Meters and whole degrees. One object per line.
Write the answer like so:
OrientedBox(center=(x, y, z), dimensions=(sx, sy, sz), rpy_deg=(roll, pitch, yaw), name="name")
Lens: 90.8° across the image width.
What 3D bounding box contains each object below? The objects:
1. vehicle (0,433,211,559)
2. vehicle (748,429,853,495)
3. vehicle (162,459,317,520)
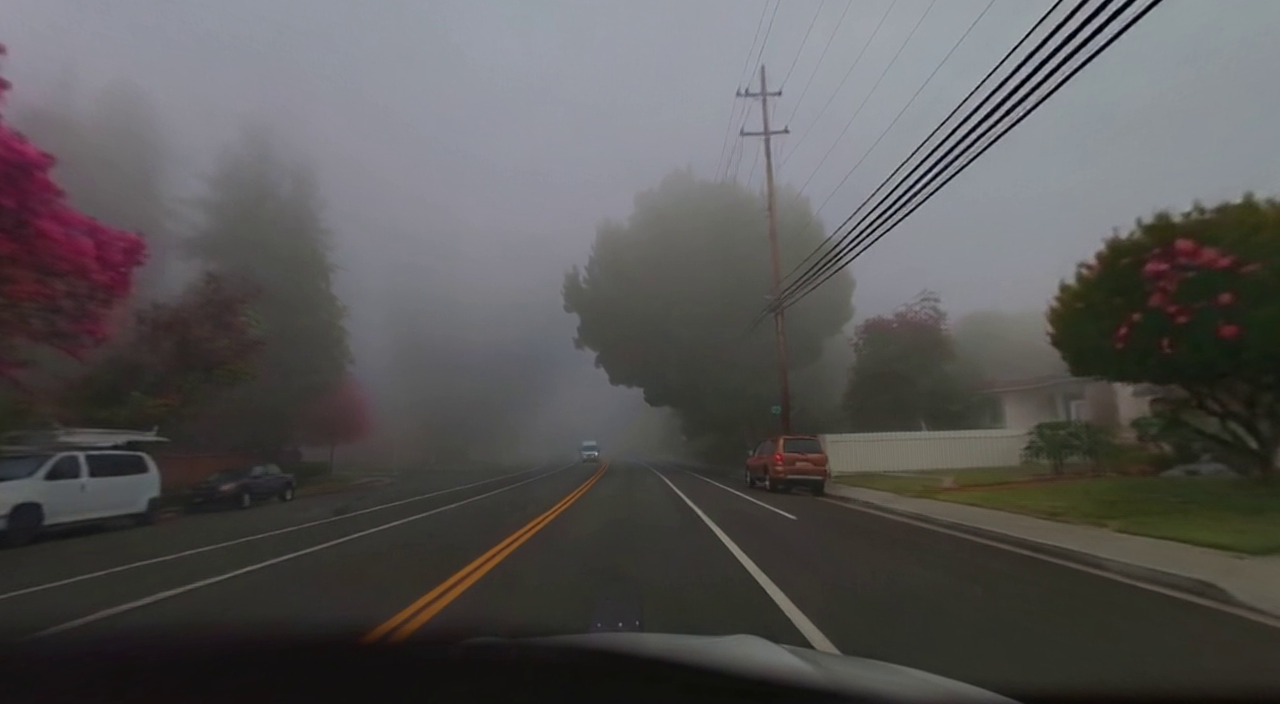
OrientedBox(center=(-12.936, 3.050, 14.389), dimensions=(2.331, 2.265, 5.888), rpy_deg=(-2, -7, -1), name="vehicle")
OrientedBox(center=(5.368, 3.766, 22.038), dimensions=(2.238, 1.995, 5.491), rpy_deg=(0, -9, 0), name="vehicle")
OrientedBox(center=(-13.256, 4.534, 21.378), dimensions=(2.106, 1.606, 4.804), rpy_deg=(-2, -8, 0), name="vehicle")
